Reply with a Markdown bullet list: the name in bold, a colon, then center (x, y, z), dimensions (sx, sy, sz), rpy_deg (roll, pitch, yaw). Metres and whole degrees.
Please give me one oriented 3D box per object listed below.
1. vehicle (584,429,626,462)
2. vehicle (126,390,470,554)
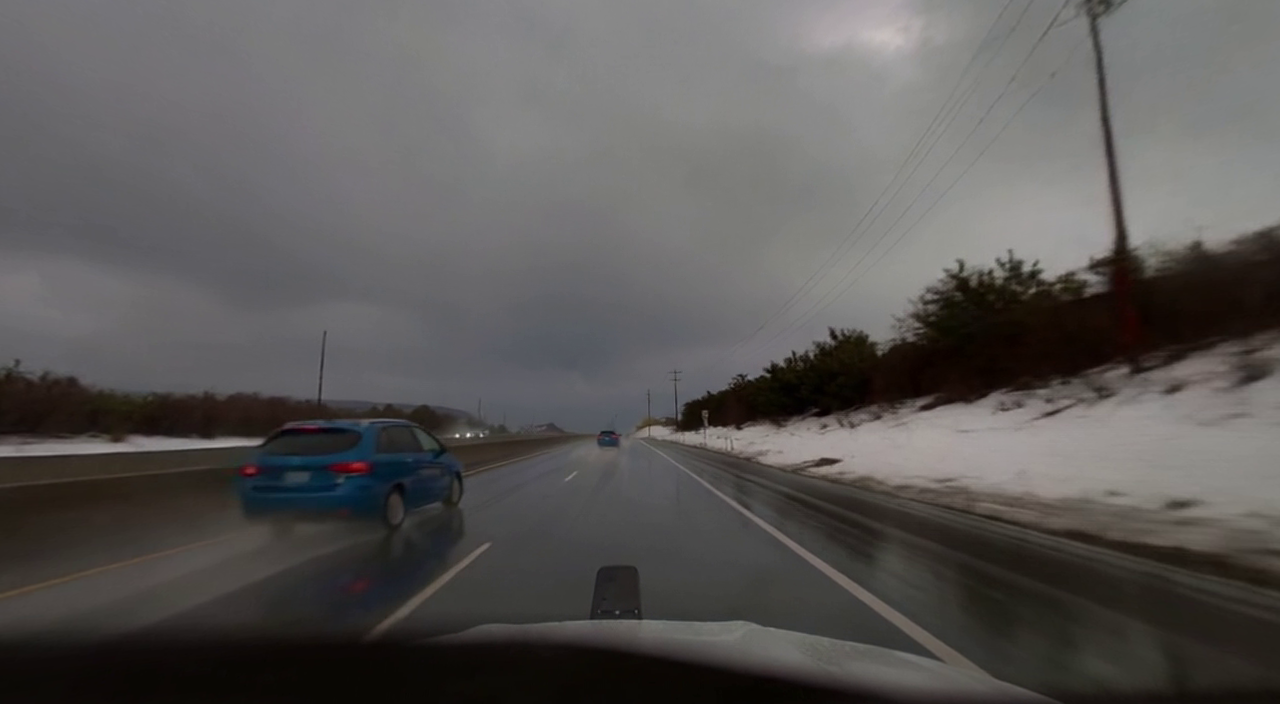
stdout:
- **vehicle**: center (-1.698, 4.665, 31.574), dimensions (1.999, 1.536, 3.969), rpy_deg (0, -8, -1)
- **vehicle**: center (-4.293, 1.611, 9.253), dimensions (2.189, 1.704, 5.205), rpy_deg (0, -8, -1)
